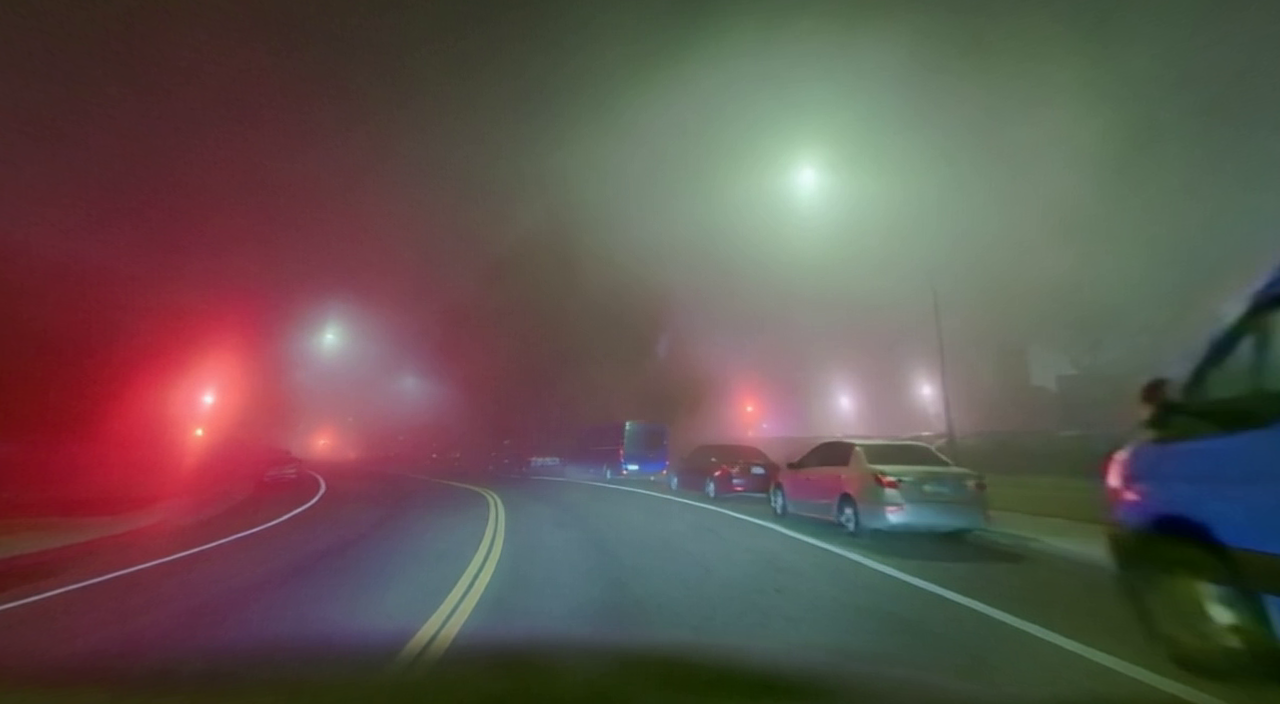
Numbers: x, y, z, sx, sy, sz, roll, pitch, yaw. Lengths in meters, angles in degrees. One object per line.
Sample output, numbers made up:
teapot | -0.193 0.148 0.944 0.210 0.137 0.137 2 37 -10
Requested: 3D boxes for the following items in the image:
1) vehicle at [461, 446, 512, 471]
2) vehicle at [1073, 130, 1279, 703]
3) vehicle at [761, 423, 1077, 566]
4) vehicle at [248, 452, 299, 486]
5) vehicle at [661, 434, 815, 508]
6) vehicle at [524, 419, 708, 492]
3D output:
vehicle | -9.623 6.591 39.199 1.804 1.453 4.462 5 -10 -30
vehicle | 4.244 -0.012 0.725 2.406 2.689 6.916 0 -8 -1
vehicle | 3.370 1.808 8.885 1.961 1.456 4.569 1 -8 -7
vehicle | -18.620 5.862 31.953 1.950 1.489 4.214 4 -9 -33
vehicle | 2.112 2.754 15.159 1.957 1.479 4.554 2 -9 -15
vehicle | -1.520 4.018 24.813 3.041 2.164 10.370 2 -9 -27
